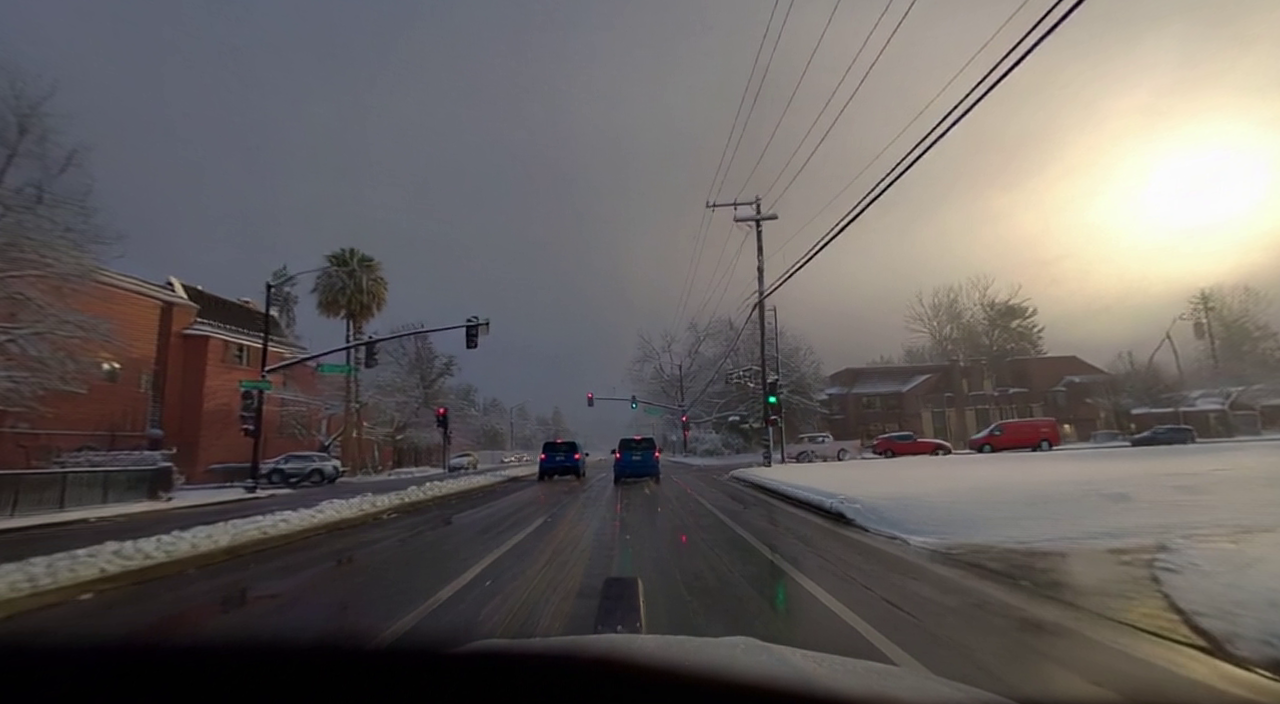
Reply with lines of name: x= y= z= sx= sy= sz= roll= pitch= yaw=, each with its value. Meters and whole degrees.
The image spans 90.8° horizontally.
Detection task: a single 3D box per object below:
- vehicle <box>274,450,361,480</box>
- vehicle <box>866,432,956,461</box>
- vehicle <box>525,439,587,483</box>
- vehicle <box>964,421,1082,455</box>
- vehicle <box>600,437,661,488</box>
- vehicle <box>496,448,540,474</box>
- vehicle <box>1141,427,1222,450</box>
vehicle: x=-21.263 y=7.474 z=41.830 sx=4.521 sy=1.753 sz=2.148 roll=1 pitch=-10 yaw=0
vehicle: x=17.746 y=6.224 z=41.486 sx=4.932 sy=1.827 sz=2.031 roll=0 pitch=-9 yaw=-4
vehicle: x=-3.600 y=4.769 z=27.860 sx=2.097 sy=1.755 sz=4.336 roll=0 pitch=-9 yaw=0
vehicle: x=25.603 y=5.794 z=42.412 sx=6.325 sy=2.155 sz=2.457 roll=0 pitch=-9 yaw=-4
vehicle: x=-0.346 y=4.218 z=24.441 sx=2.088 sy=1.735 sz=4.801 roll=0 pitch=-9 yaw=0
vehicle: x=-7.996 y=7.155 z=41.729 sx=1.986 sy=1.637 sz=4.324 roll=0 pitch=-9 yaw=0
vehicle: x=36.722 y=5.887 z=42.862 sx=3.873 sy=1.546 sz=1.842 roll=1 pitch=-8 yaw=-5
